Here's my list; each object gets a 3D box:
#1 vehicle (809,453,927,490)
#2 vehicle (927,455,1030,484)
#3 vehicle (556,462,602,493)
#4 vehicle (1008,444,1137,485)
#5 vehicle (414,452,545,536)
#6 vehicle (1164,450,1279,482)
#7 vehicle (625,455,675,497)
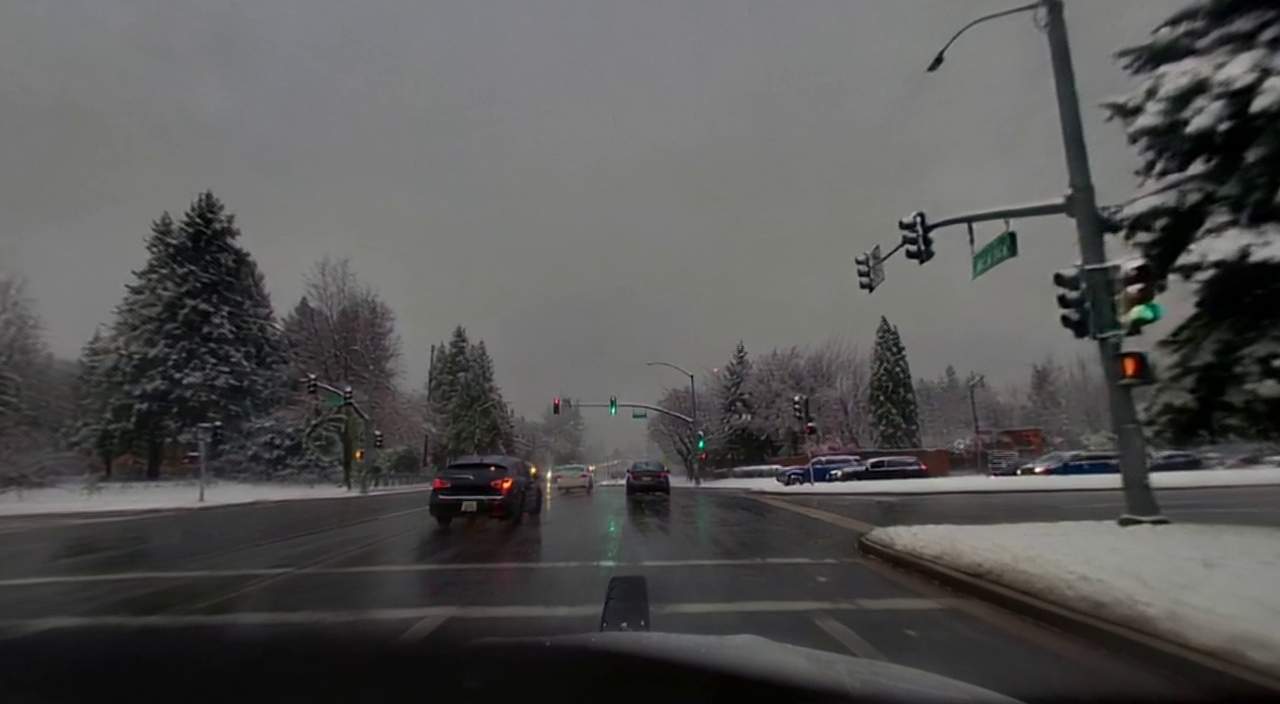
[{"bbox_3d":[11.035,5.866,30.791,4.875,1.473,2.077,-3,-12,-1],"label":"vehicle"},{"bbox_3d":[18.561,6.446,34.741,4.478,1.495,2.063,0,-8,0],"label":"vehicle"},{"bbox_3d":[-3.329,6.960,35.178,2.013,1.474,4.393,-1,-8,1],"label":"vehicle"},{"bbox_3d":[21.089,5.501,30.901,4.585,1.681,2.140,-3,-10,0],"label":"vehicle"},{"bbox_3d":[-3.335,3.008,13.850,1.960,1.528,3.490,0,-8,0],"label":"vehicle"},{"bbox_3d":[28.997,5.607,31.156,4.365,1.448,1.928,0,-8,1],"label":"vehicle"},{"bbox_3d":[0.433,5.636,28.893,2.163,1.678,3.846,0,-8,0],"label":"vehicle"}]
